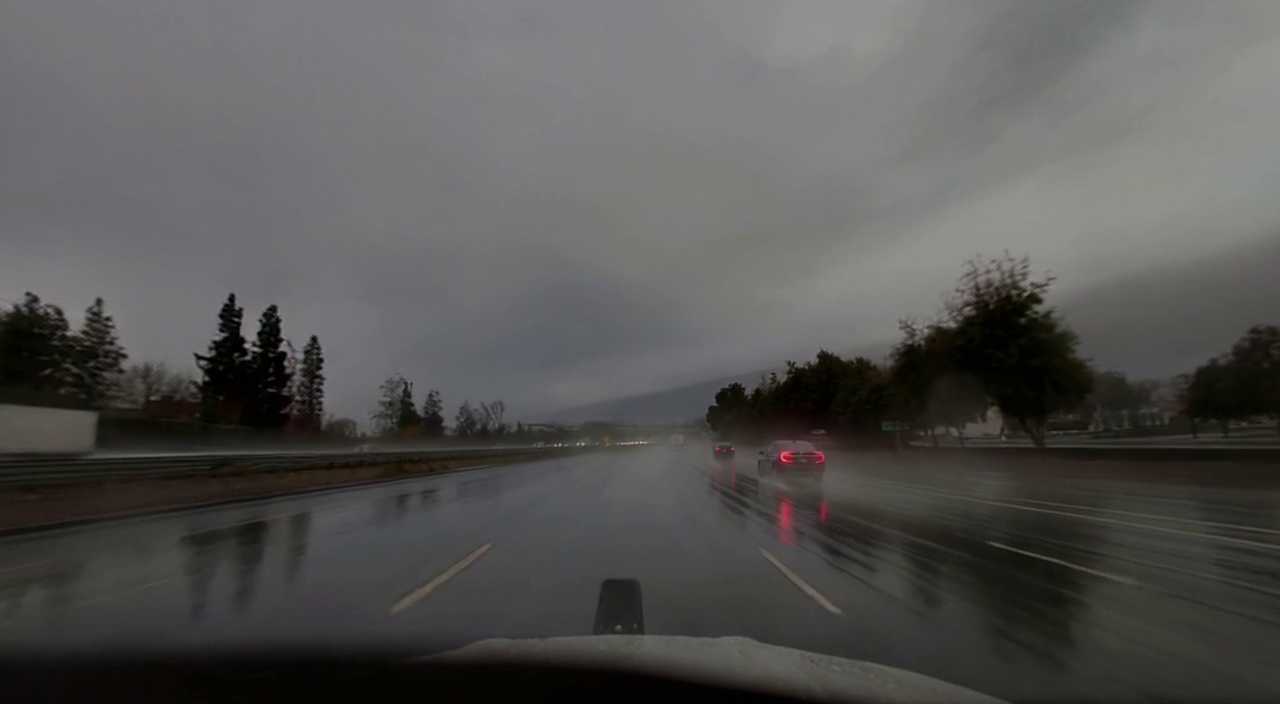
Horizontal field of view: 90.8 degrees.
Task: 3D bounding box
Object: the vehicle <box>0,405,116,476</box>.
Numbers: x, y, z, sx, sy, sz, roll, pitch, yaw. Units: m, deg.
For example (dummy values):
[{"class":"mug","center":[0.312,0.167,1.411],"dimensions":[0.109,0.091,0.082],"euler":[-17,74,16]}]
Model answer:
[{"class":"vehicle","center":[-39.023,5.135,36.611],"dimensions":[2.933,4.165,16.704],"euler":[0,-9,1]}]
